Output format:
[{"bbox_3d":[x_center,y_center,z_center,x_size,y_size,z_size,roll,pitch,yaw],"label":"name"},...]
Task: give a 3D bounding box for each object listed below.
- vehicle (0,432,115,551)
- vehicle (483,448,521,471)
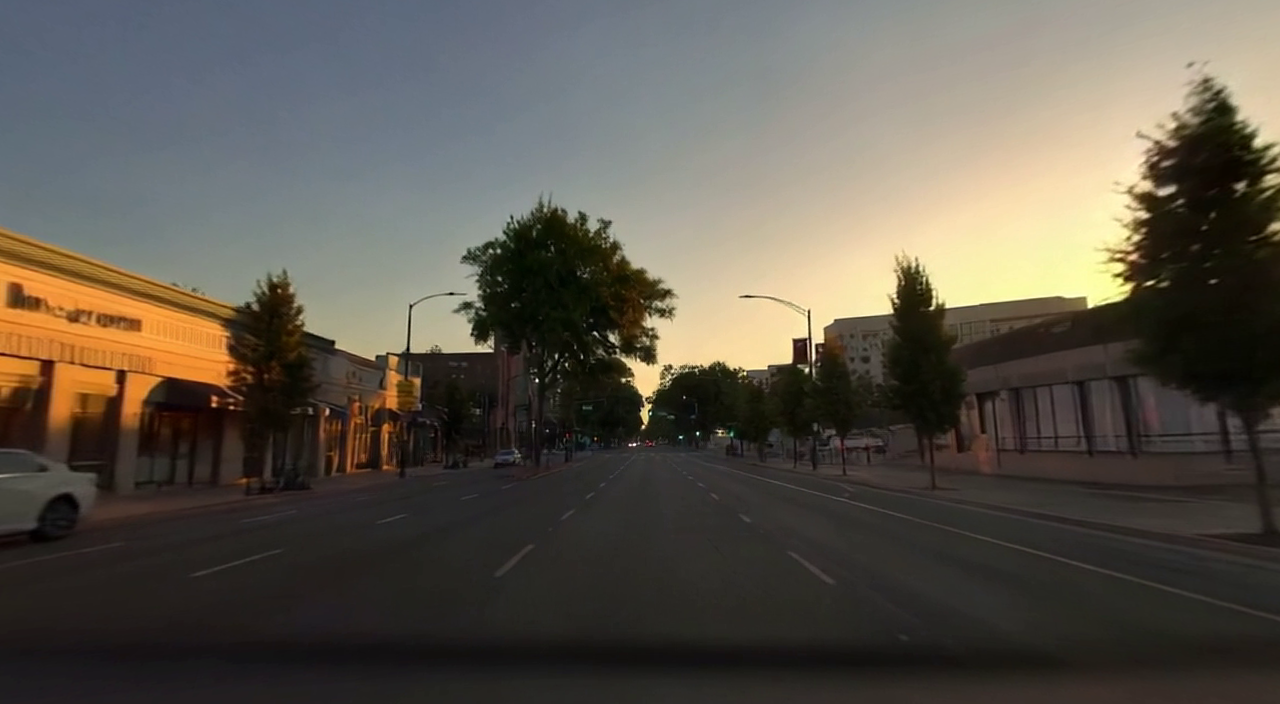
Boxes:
[{"bbox_3d":[-10.825,2.130,9.347,2.060,1.796,4.675,-1,-7,0],"label":"vehicle"},{"bbox_3d":[-10.388,8.103,47.763,1.846,1.447,4.264,-1,-6,2],"label":"vehicle"}]
